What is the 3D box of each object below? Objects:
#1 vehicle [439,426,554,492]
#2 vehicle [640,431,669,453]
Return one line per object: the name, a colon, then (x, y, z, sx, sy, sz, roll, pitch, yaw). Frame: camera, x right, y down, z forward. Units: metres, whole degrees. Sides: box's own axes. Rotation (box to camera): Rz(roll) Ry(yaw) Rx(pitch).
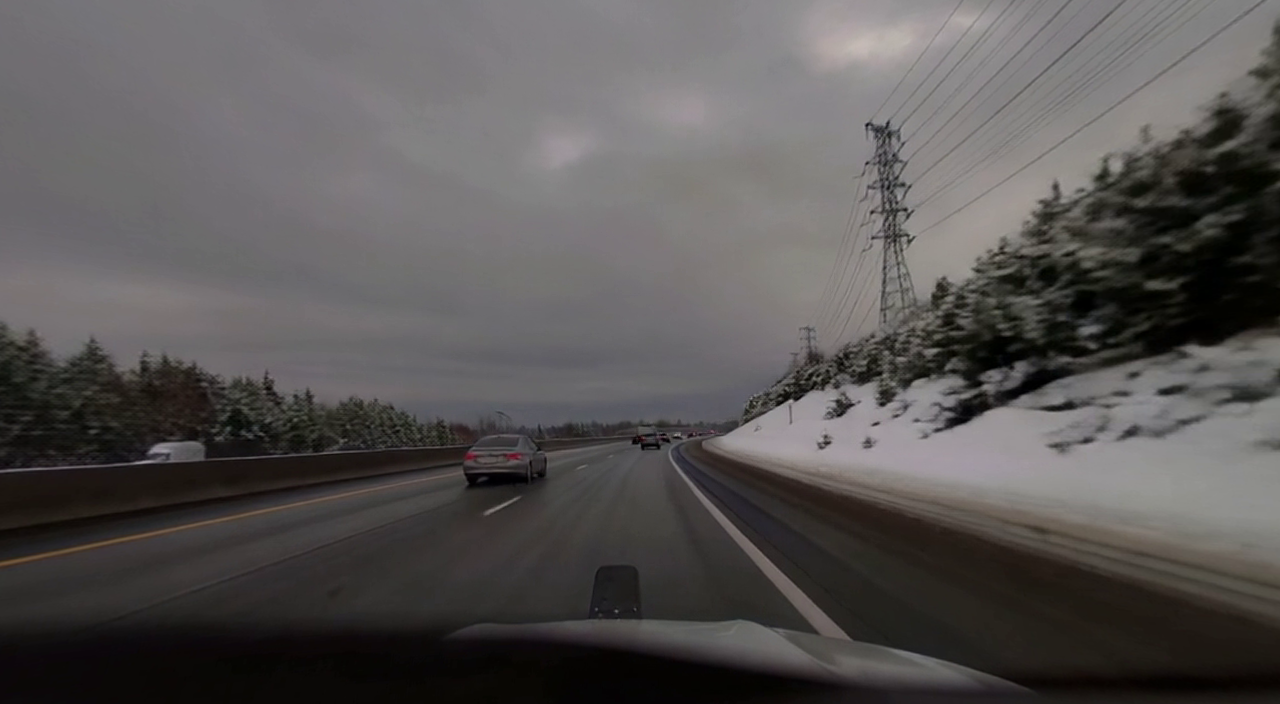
vehicle: (-3.638, 2.767, 16.816, 2.030, 1.522, 4.250, 0, -8, 1)
vehicle: (1.106, 6.783, 47.507, 2.077, 1.523, 4.206, 0, -8, 3)
